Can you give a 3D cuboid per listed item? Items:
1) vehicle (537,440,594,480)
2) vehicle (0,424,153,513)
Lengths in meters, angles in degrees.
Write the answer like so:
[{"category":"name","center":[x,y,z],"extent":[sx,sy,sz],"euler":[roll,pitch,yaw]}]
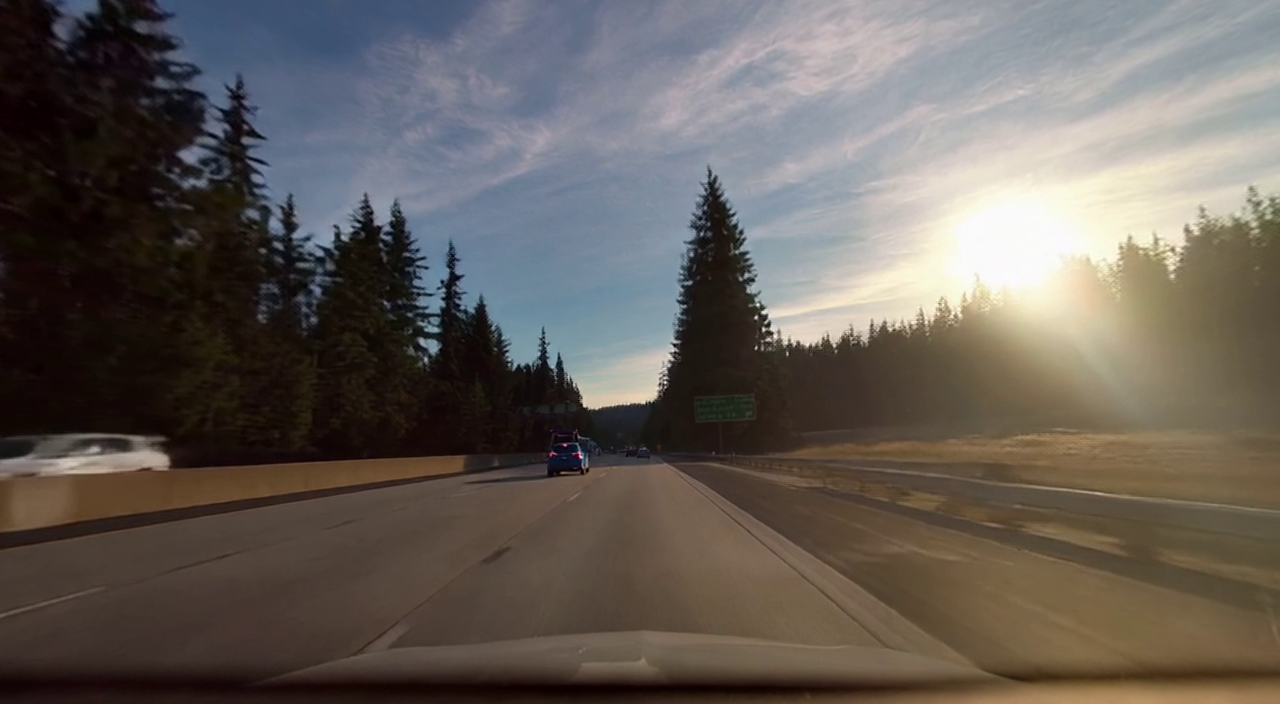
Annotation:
[{"category":"vehicle","center":[-3.459,5.152,30.183],"extent":[2.084,1.752,4.479],"euler":[0,-9,1]},{"category":"vehicle","center":[-13.788,2.532,13.876],"extent":[2.126,1.744,4.816],"euler":[0,-9,0]}]
